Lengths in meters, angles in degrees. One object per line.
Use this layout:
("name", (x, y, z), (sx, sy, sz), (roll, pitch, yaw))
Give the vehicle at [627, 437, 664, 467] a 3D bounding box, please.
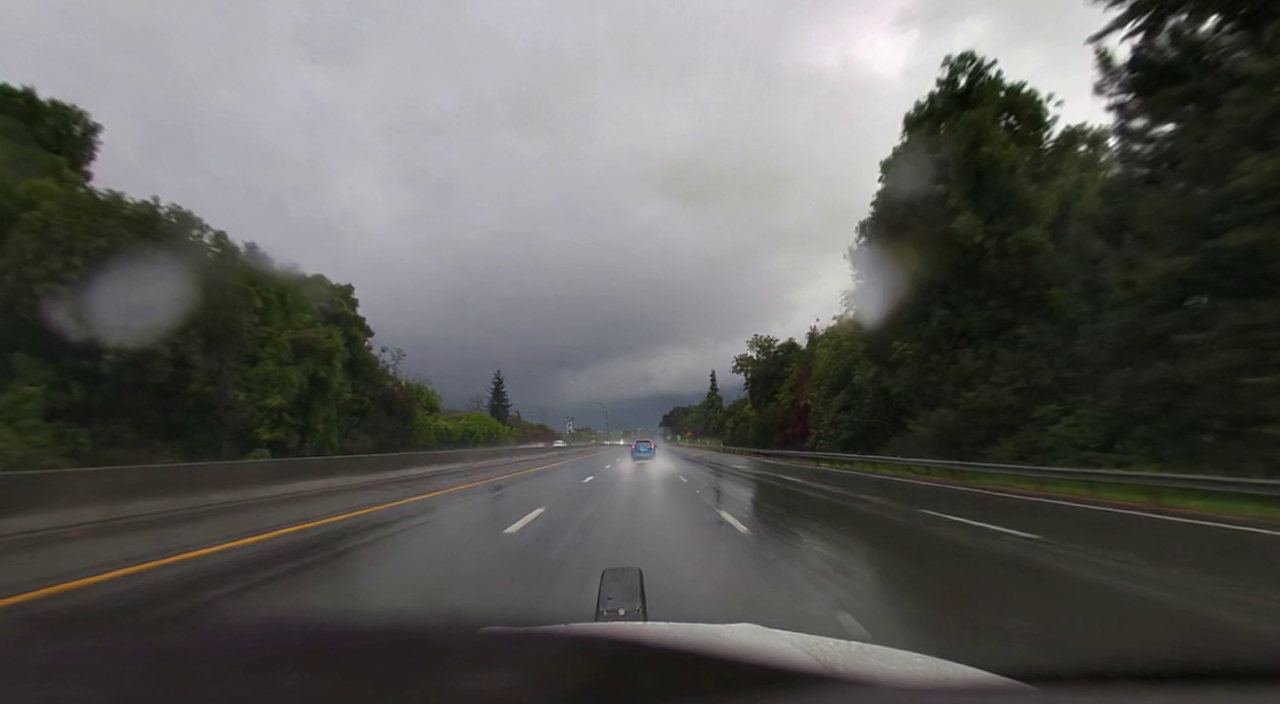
("vehicle", (0.348, 6.459, 40.769), (2.247, 1.825, 4.036), (0, -9, 0))
